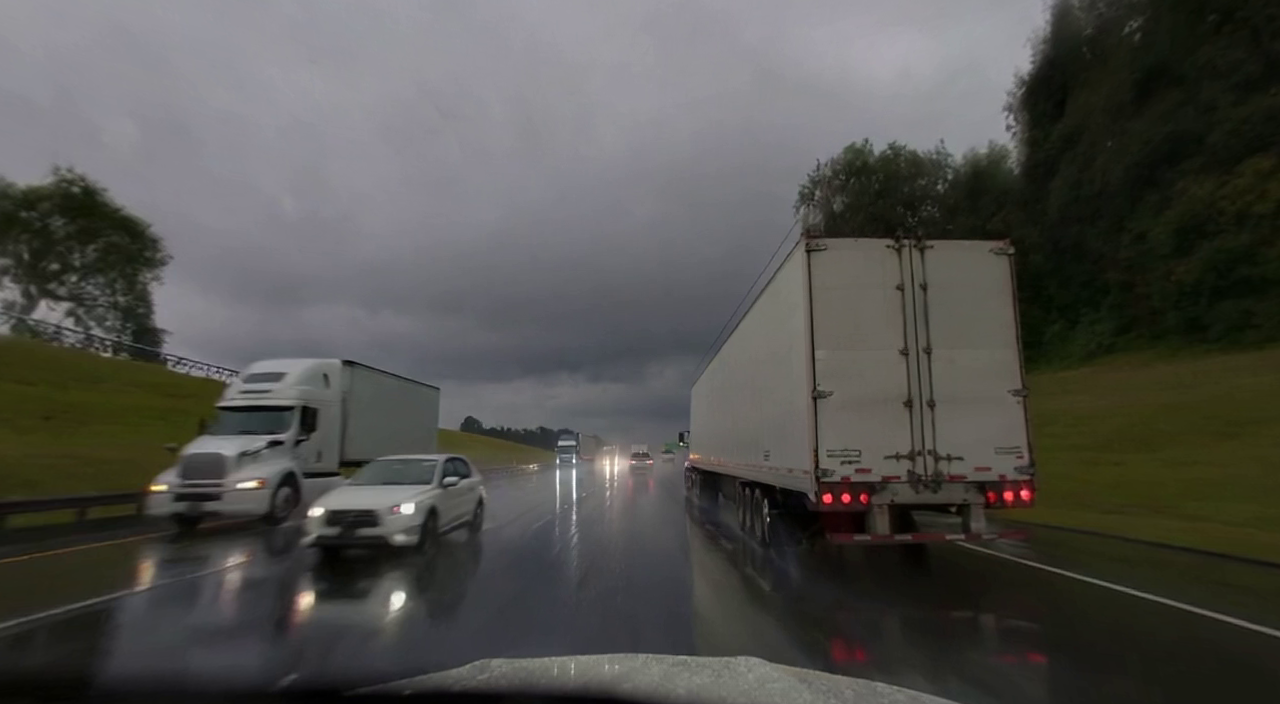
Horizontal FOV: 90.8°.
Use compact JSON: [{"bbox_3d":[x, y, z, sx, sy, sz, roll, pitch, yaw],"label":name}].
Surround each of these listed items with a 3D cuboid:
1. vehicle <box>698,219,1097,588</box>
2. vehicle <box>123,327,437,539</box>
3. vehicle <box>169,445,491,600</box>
[{"bbox_3d":[3.376,1.552,13.884,2.845,4.071,14.008,0,-9,0],"label":"vehicle"},{"bbox_3d":[-6.847,1.780,13.586,2.600,3.374,6.892,0,-8,0],"label":"vehicle"},{"bbox_3d":[-3.490,1.970,8.210,1.982,1.462,4.171,0,-9,1],"label":"vehicle"}]
